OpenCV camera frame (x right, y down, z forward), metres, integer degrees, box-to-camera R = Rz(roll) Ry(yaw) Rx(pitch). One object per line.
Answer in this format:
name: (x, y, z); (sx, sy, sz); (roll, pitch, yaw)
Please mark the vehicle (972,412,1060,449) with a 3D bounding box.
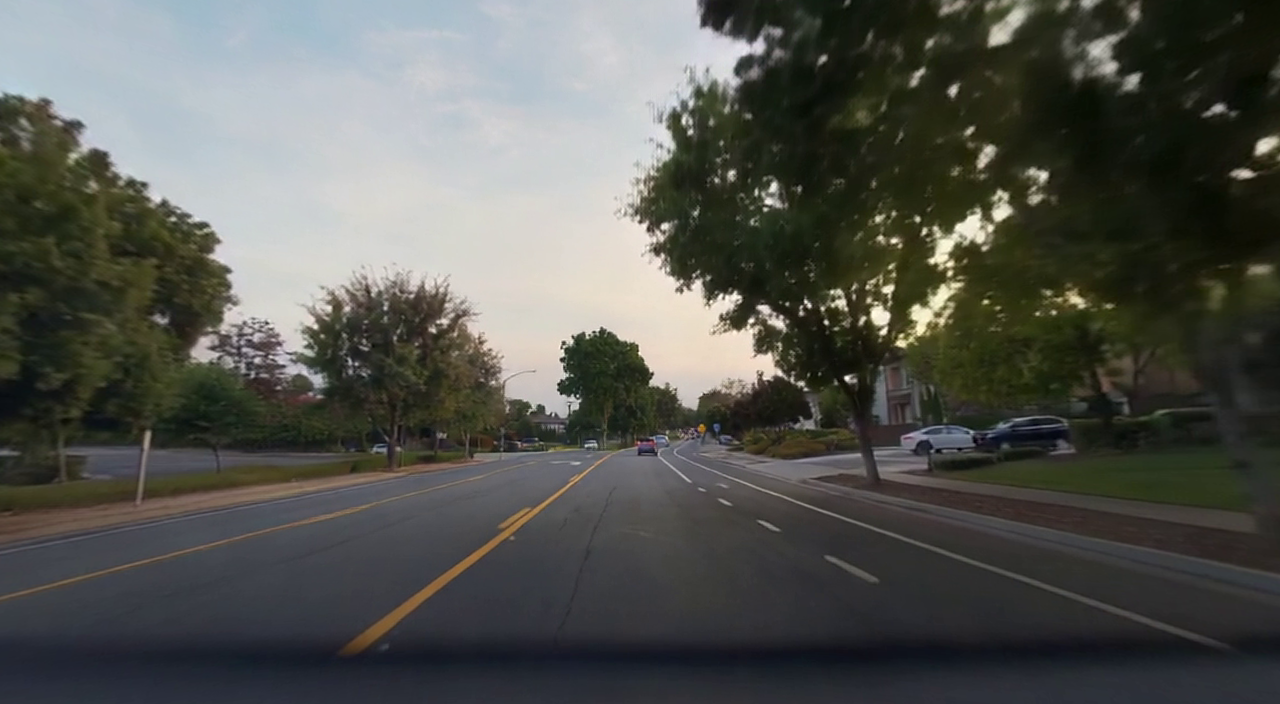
vehicle: (19.727, 4.188, 33.365); (1.924, 1.703, 4.254); (-3, -9, 0)
